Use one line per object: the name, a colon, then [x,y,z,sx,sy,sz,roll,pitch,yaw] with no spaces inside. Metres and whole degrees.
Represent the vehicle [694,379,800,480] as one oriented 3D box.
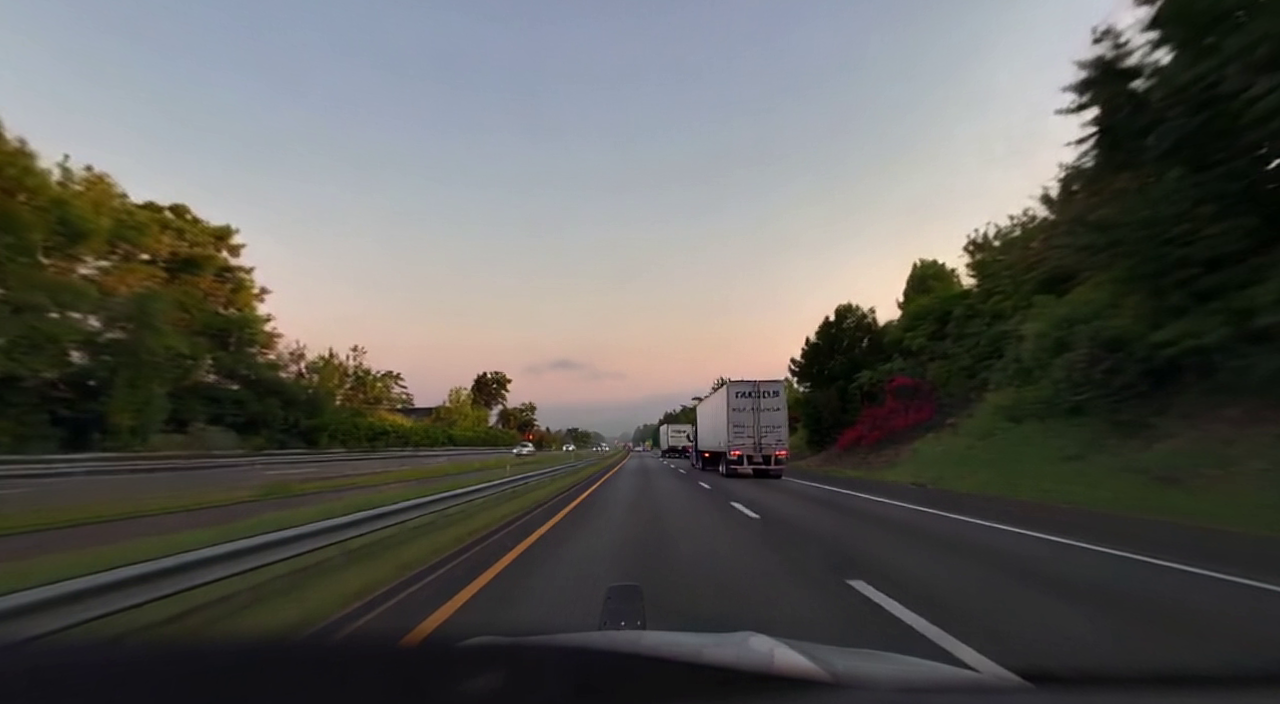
vehicle: [4.945,4.216,32.749,2.929,4.093,14.258,0,-9,0]
